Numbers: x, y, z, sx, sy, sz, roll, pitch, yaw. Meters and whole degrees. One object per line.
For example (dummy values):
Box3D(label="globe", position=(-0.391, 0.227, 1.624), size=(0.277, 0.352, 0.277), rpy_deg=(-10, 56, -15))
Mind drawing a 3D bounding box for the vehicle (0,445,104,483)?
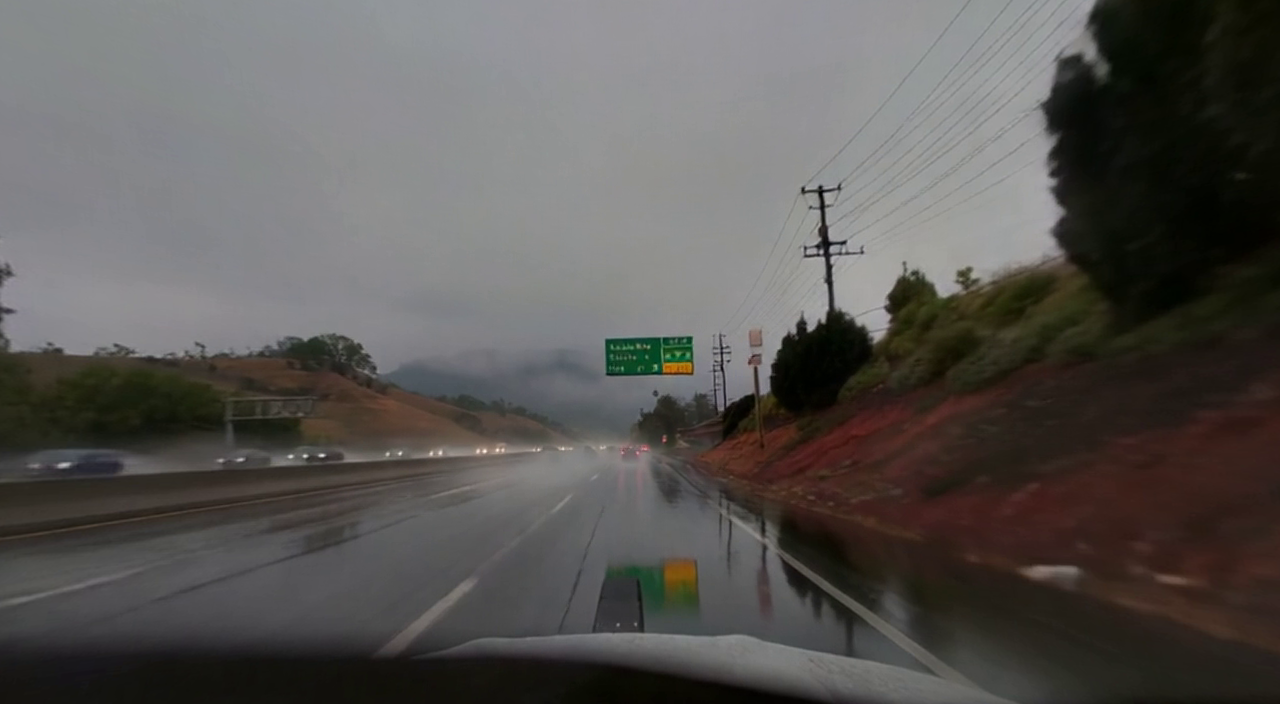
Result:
Box3D(label="vehicle", position=(-32.161, 6.039, 34.154), size=(1.918, 1.864, 5.160), rpy_deg=(-1, -9, -2))
